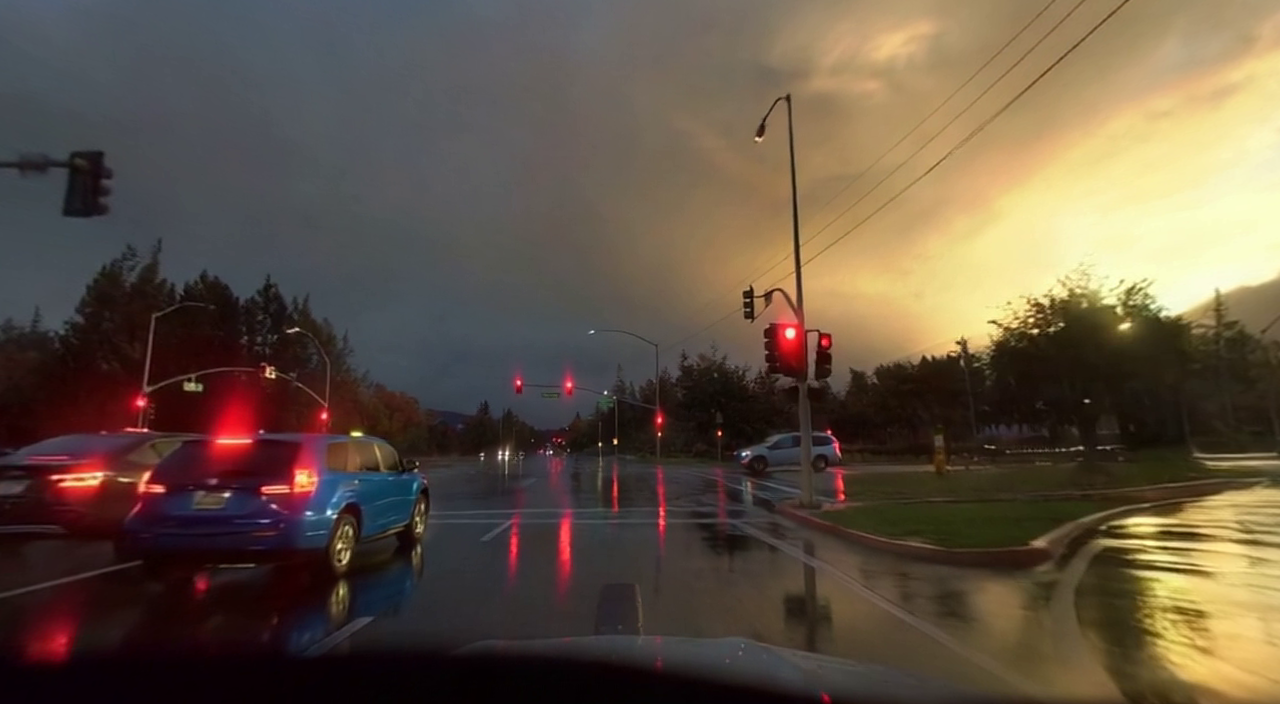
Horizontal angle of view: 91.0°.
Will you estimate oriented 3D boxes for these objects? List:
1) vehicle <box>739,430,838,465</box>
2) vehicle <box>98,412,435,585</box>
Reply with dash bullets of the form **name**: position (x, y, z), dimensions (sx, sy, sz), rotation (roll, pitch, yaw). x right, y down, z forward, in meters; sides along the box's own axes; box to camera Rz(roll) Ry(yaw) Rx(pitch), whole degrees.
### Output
- **vehicle**: position (7.728, 5.010, 33.173), dimensions (4.884, 1.714, 2.021), rotation (-1, -9, 11)
- **vehicle**: position (-4.070, 1.648, 7.804), dimensions (1.815, 1.569, 3.940), rotation (1, -9, -2)
